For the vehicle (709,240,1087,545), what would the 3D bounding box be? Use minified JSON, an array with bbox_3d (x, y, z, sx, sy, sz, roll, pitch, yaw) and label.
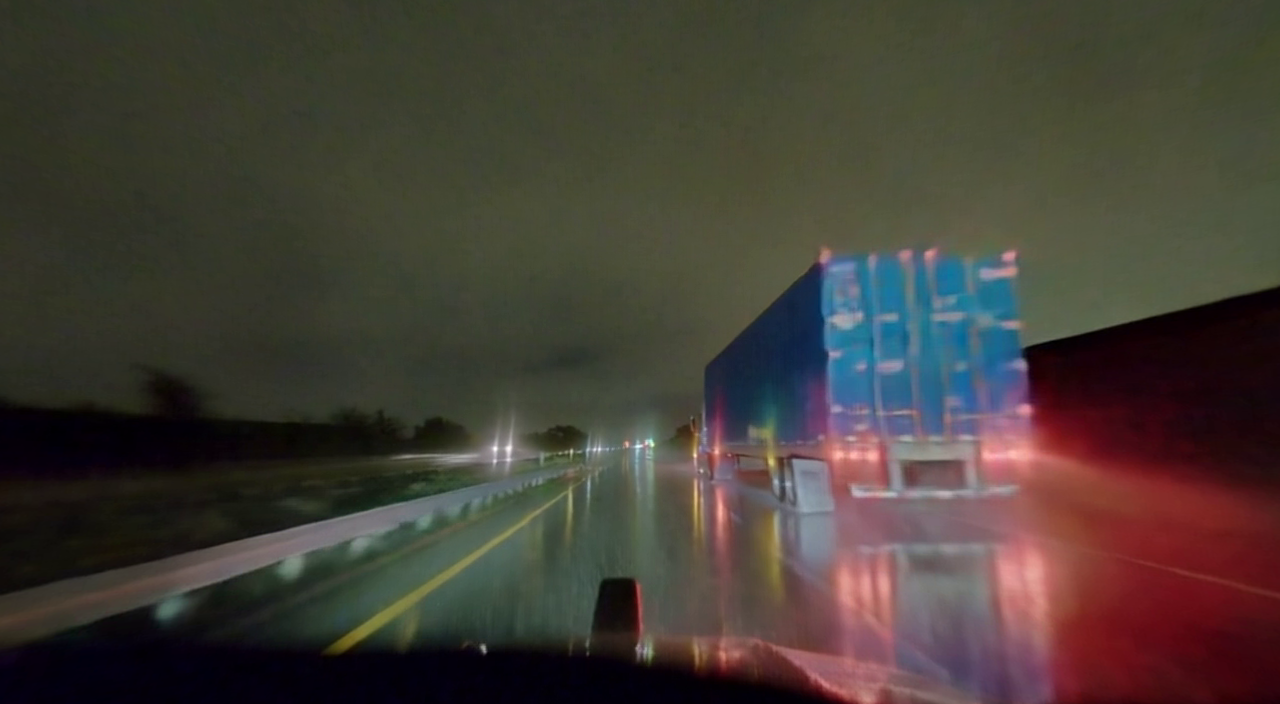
[{"bbox_3d":[3.997,1.518,15.024,2.922,3.905,14.151,0,-9,-1],"label":"vehicle"}]
